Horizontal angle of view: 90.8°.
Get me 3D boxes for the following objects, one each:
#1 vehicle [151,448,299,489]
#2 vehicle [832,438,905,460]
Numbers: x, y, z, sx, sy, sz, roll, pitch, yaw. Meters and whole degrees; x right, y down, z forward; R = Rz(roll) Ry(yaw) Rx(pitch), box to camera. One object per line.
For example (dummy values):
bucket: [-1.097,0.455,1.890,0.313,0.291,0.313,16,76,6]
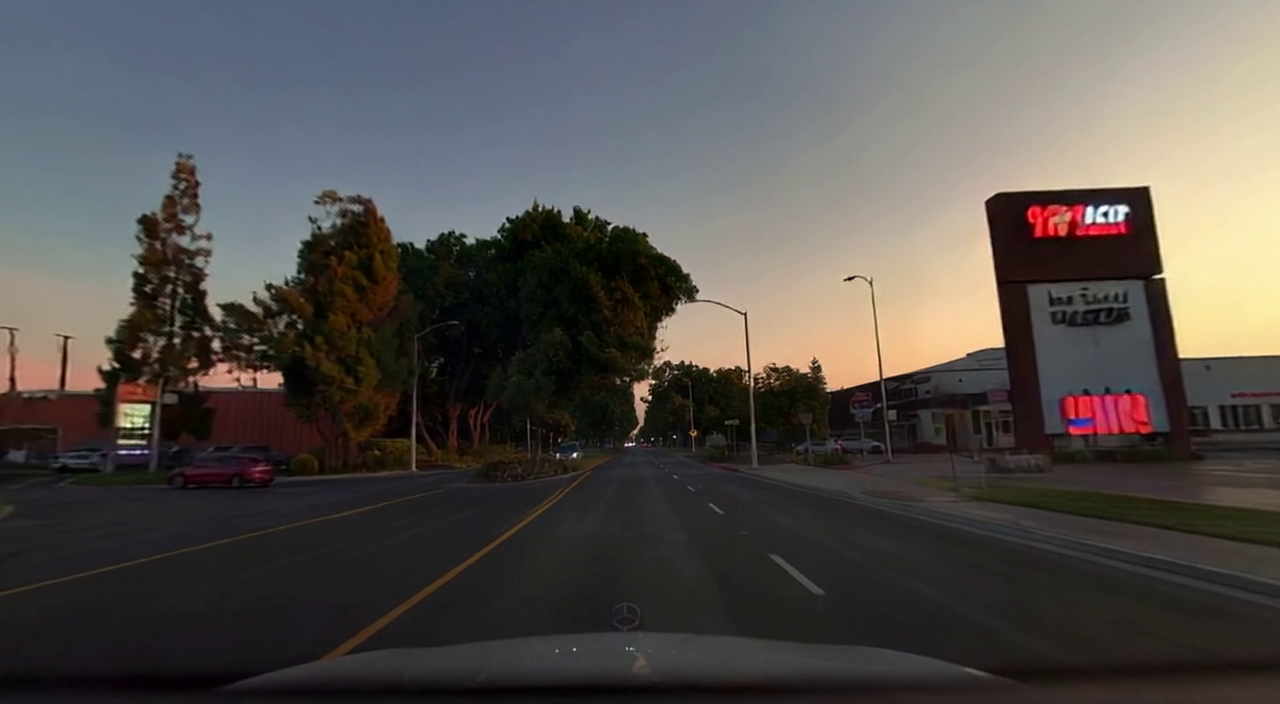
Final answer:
vehicle: [-17.002,4.777,26.083,4.658,1.544,2.056,0,-8,1]
vehicle: [16.054,6.839,44.502,4.372,1.455,1.914,0,-8,-2]
